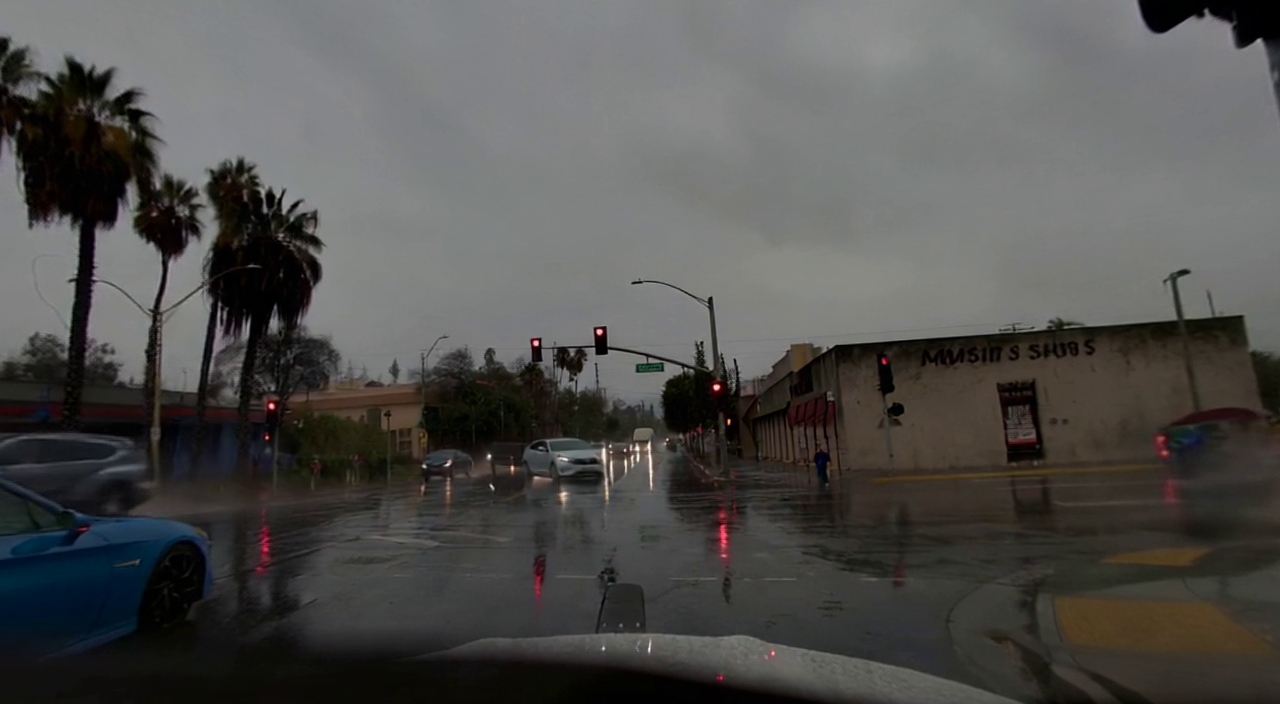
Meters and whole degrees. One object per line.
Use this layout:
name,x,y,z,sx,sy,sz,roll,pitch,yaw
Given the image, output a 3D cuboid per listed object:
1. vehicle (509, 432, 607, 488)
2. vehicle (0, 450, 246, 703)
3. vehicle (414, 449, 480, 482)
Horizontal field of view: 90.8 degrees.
vehicle,-3.014,3.753,22.248,2.092,1.709,4.775,4,-9,-24
vehicle,-3.704,1.023,2.243,1.850,1.325,4.295,0,-9,0
vehicle,-11.688,6.861,38.521,1.870,1.705,4.426,-7,-10,11
